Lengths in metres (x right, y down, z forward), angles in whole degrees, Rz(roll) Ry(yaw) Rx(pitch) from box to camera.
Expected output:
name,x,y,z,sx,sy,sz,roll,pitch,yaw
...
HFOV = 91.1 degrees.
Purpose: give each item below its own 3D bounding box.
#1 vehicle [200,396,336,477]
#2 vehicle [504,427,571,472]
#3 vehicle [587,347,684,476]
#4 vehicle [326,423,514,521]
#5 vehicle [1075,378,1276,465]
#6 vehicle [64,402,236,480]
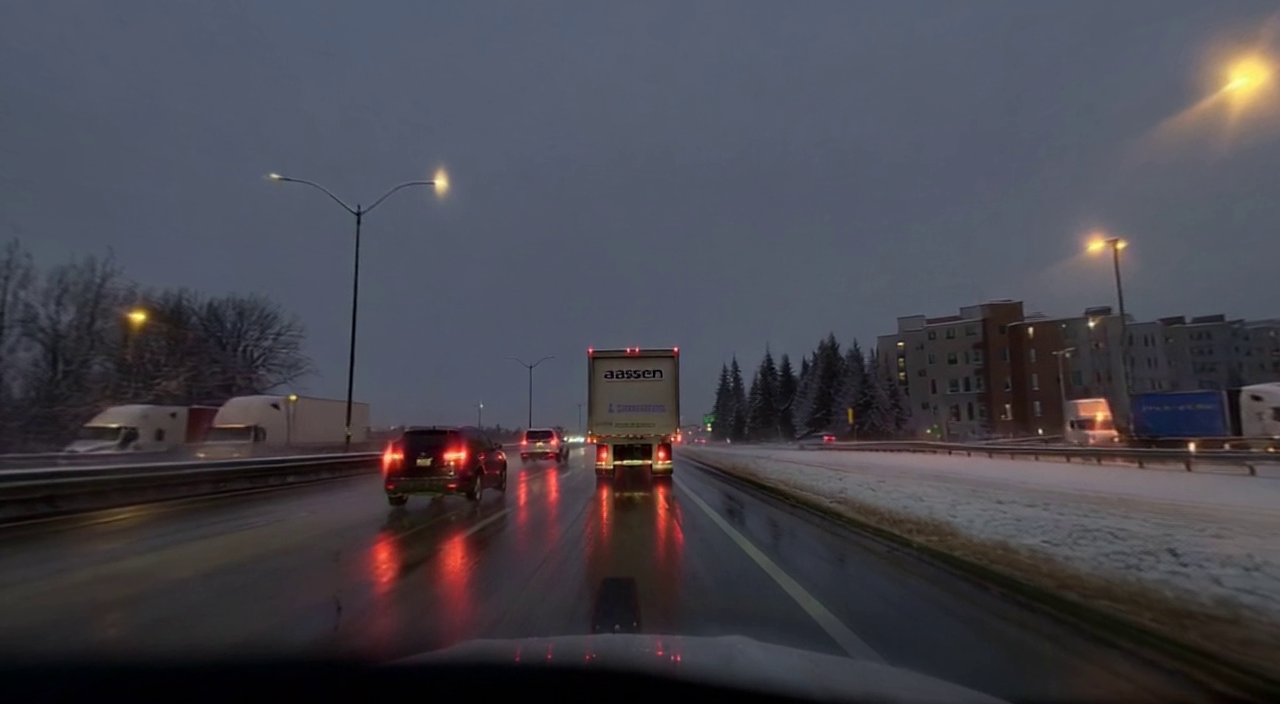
name,x,y,z,sx,sy,sz,roll,pitch,yaw
vehicle,-18.992,4.369,32.674,3.004,3.780,6.115,-1,-7,3
vehicle,-3.931,3.804,24.742,1.946,1.599,4.073,0,-8,0
vehicle,-0.260,2.665,26.167,3.171,4.204,11.036,0,-8,-1
vehicle,-3.856,2.154,11.963,1.964,1.507,4.361,0,-8,0
vehicle,18.866,2.564,22.667,2.432,2.753,5.388,0,-8,1
vehicle,-22.728,4.167,29.768,2.378,3.231,6.822,0,-8,1
